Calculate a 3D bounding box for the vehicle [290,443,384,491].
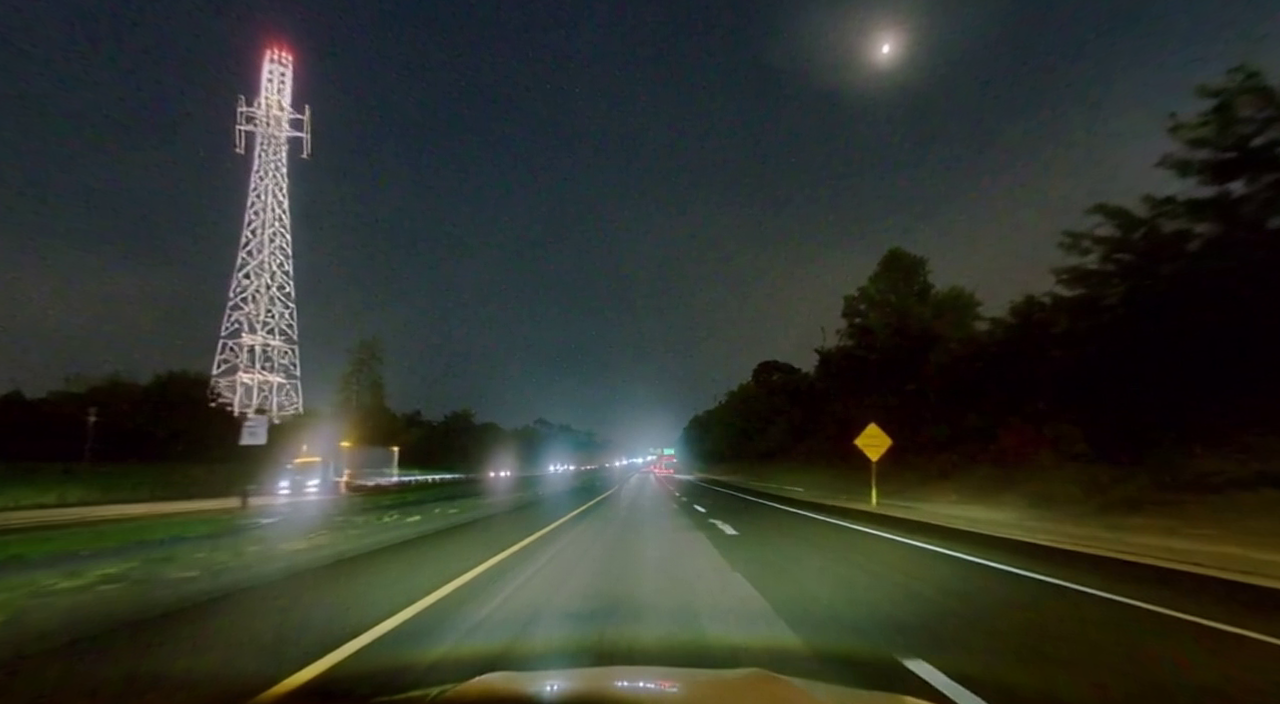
[{"bbox_3d":[-20.336,7.815,42.686,2.644,2.909,6.992,0,-11,1],"label":"vehicle"}]
